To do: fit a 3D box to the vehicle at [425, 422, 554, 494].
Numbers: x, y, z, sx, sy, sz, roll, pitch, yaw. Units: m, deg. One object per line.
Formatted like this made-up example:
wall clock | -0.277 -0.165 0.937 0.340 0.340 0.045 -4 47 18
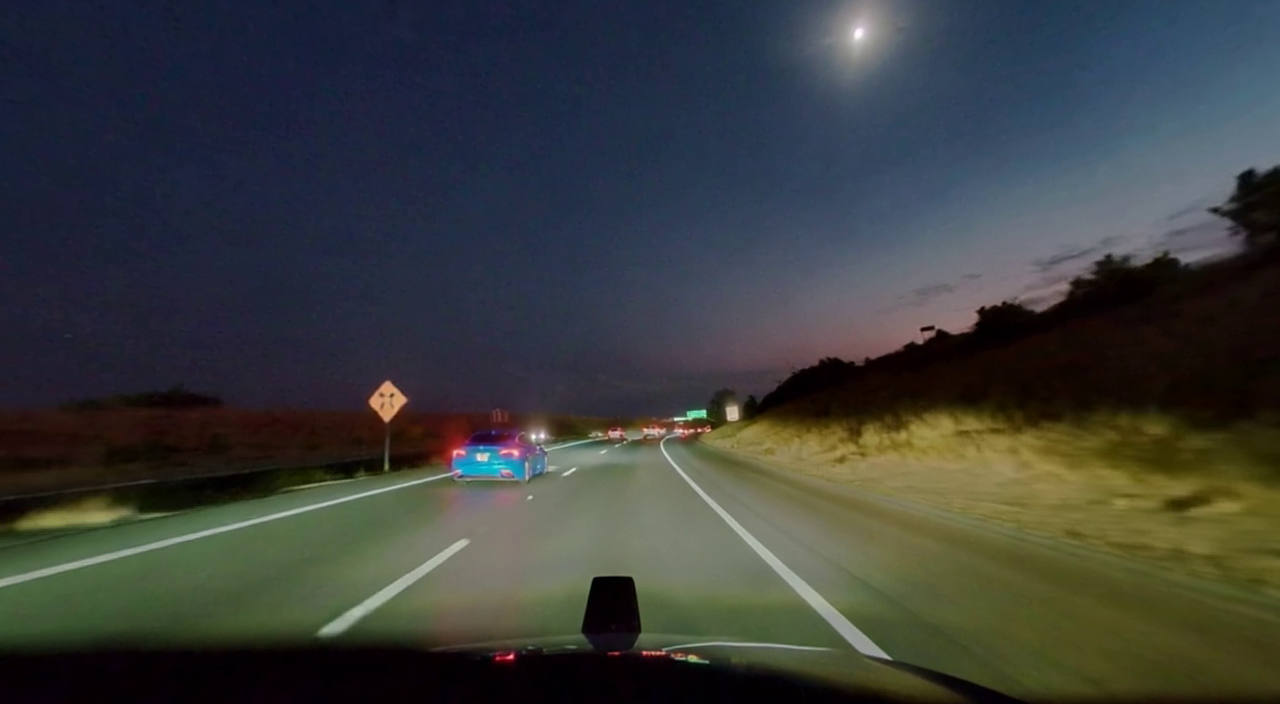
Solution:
vehicle | -3.614 2.634 16.151 2.108 1.555 4.574 0 -8 1
